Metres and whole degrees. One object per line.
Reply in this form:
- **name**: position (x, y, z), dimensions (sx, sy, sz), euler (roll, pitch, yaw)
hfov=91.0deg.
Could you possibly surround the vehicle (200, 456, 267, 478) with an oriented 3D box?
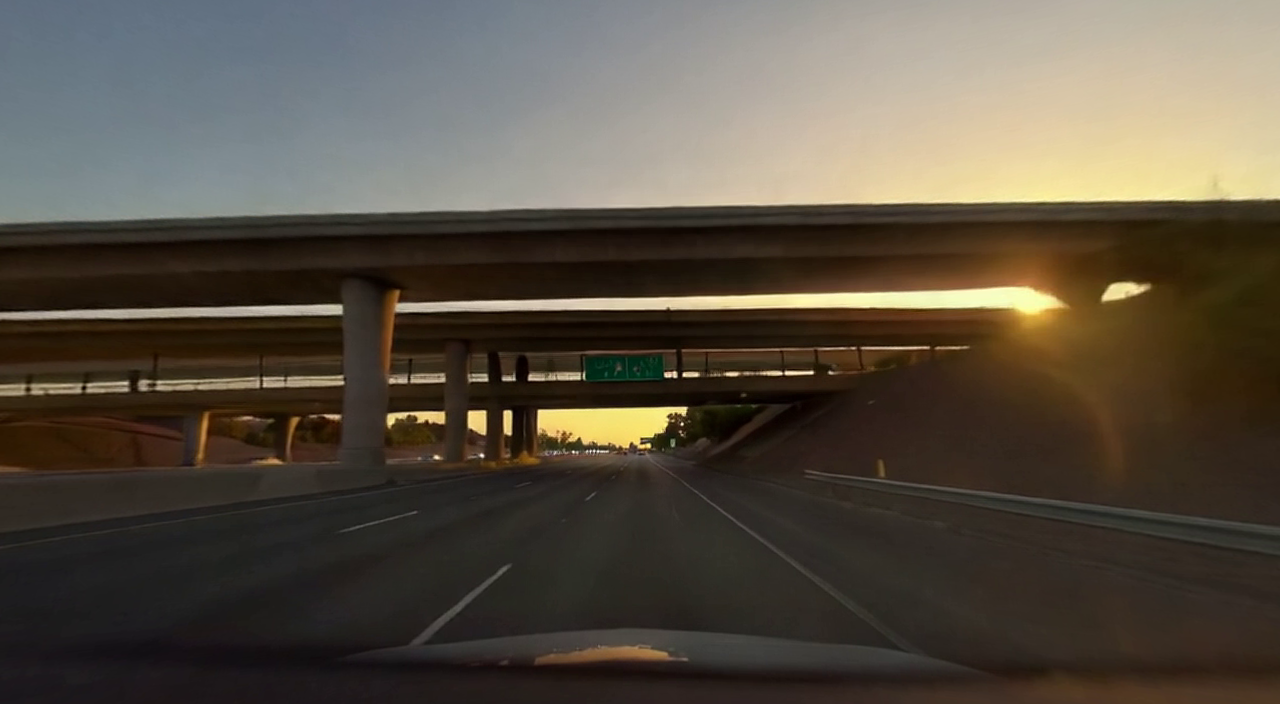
- **vehicle**: position (-32.025, 9.049, 49.779), dimensions (1.926, 1.548, 4.905), euler (0, -9, 1)
